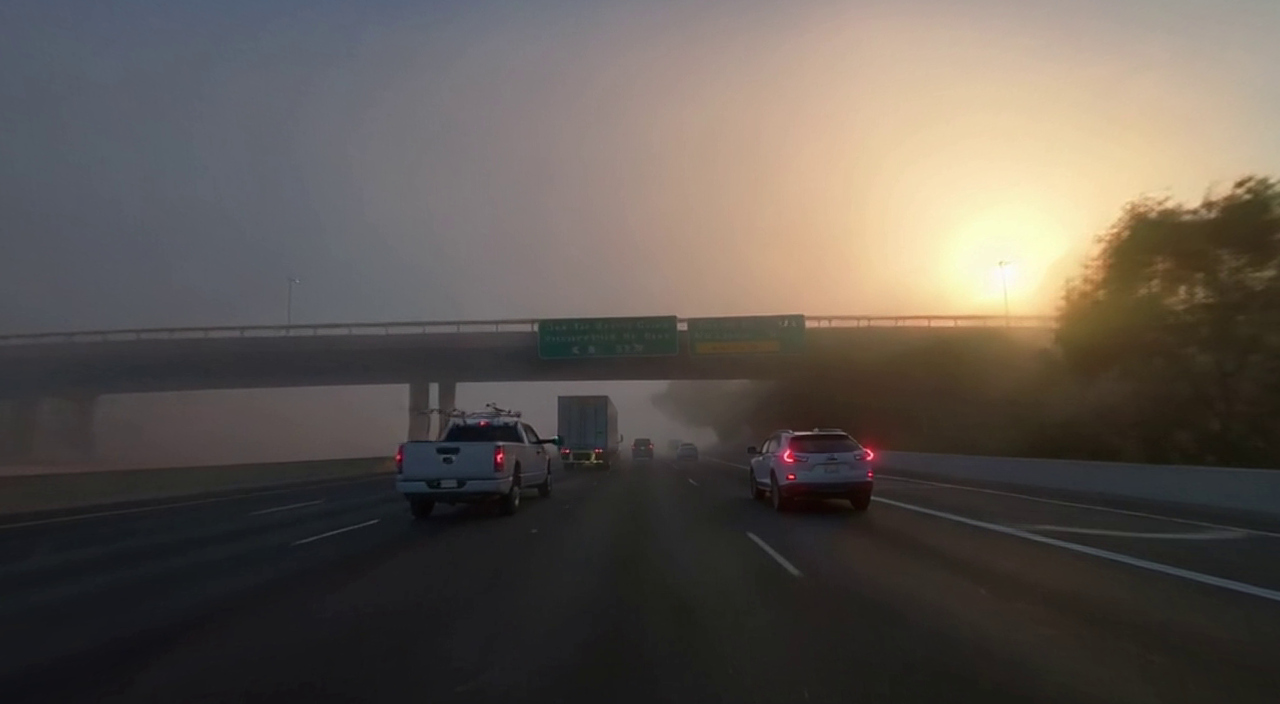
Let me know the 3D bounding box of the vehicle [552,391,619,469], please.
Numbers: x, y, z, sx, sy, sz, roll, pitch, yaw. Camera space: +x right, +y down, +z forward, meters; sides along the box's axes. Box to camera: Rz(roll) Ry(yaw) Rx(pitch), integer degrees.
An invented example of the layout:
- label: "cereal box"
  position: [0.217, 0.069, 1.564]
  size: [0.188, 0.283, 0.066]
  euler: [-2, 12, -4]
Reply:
- label: "vehicle"
  position: [-3.140, 5.248, 41.269]
  size: [2.869, 4.108, 15.564]
  euler: [0, -8, 1]

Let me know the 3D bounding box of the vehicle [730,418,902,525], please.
- label: "vehicle"
  position: [3.096, 2.208, 12.172]
  size: [2.028, 1.658, 4.334]
  euler: [0, -8, 0]

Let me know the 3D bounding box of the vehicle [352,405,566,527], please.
- label: "vehicle"
  position: [-3.429, 2.399, 13.892]
  size: [2.645, 2.023, 6.491]
  euler: [0, -8, 1]
